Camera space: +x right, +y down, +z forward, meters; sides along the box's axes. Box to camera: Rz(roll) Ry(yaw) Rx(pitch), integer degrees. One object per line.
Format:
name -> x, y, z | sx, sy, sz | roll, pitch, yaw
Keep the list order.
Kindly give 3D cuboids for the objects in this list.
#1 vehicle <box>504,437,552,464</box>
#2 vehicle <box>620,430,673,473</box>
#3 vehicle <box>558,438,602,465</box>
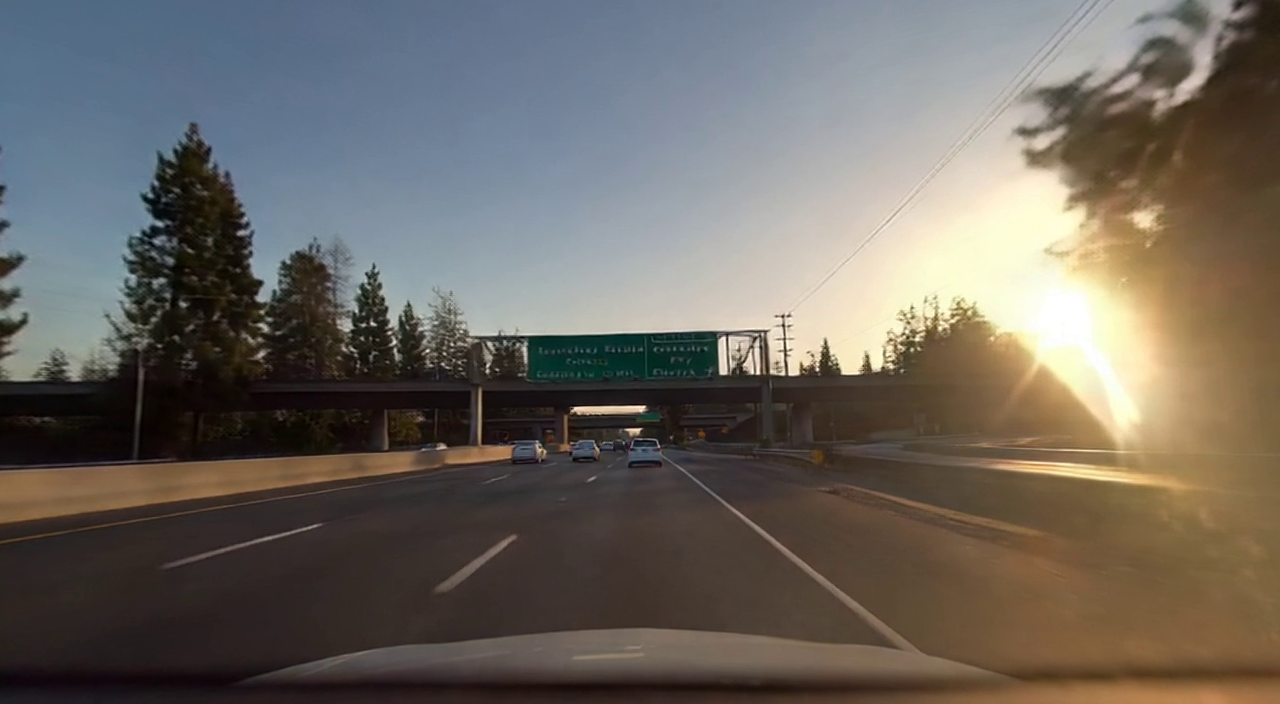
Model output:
vehicle -> -7.249, 6.414, 41.362 | 2.139, 1.653, 4.614 | 0, -8, 2
vehicle -> 0.268, 4.347, 27.763 | 2.152, 1.697, 4.066 | 0, -8, 0
vehicle -> -3.405, 5.795, 36.880 | 2.056, 1.464, 4.564 | 0, -8, 1
